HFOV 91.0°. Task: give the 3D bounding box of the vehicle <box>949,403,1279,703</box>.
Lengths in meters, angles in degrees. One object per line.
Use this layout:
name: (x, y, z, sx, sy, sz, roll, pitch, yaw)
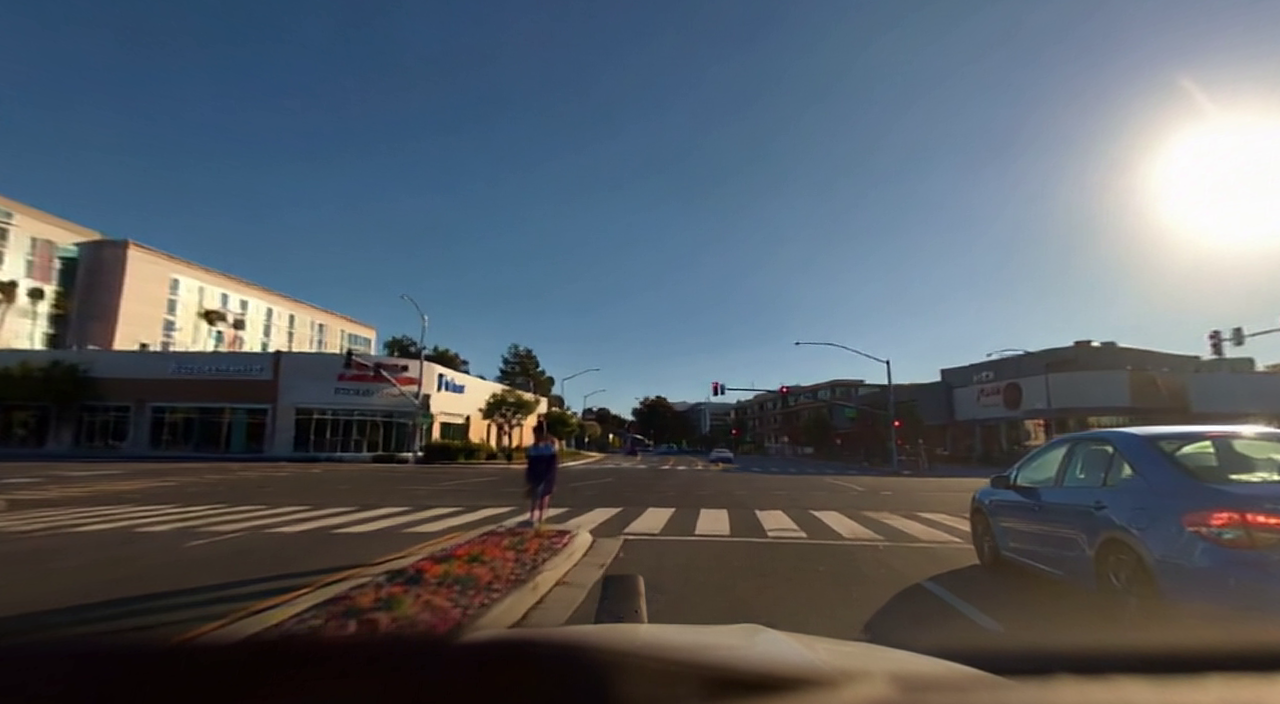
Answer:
vehicle: (4.460, 1.376, 5.307, 2.067, 1.625, 4.073, -1, -9, 8)
